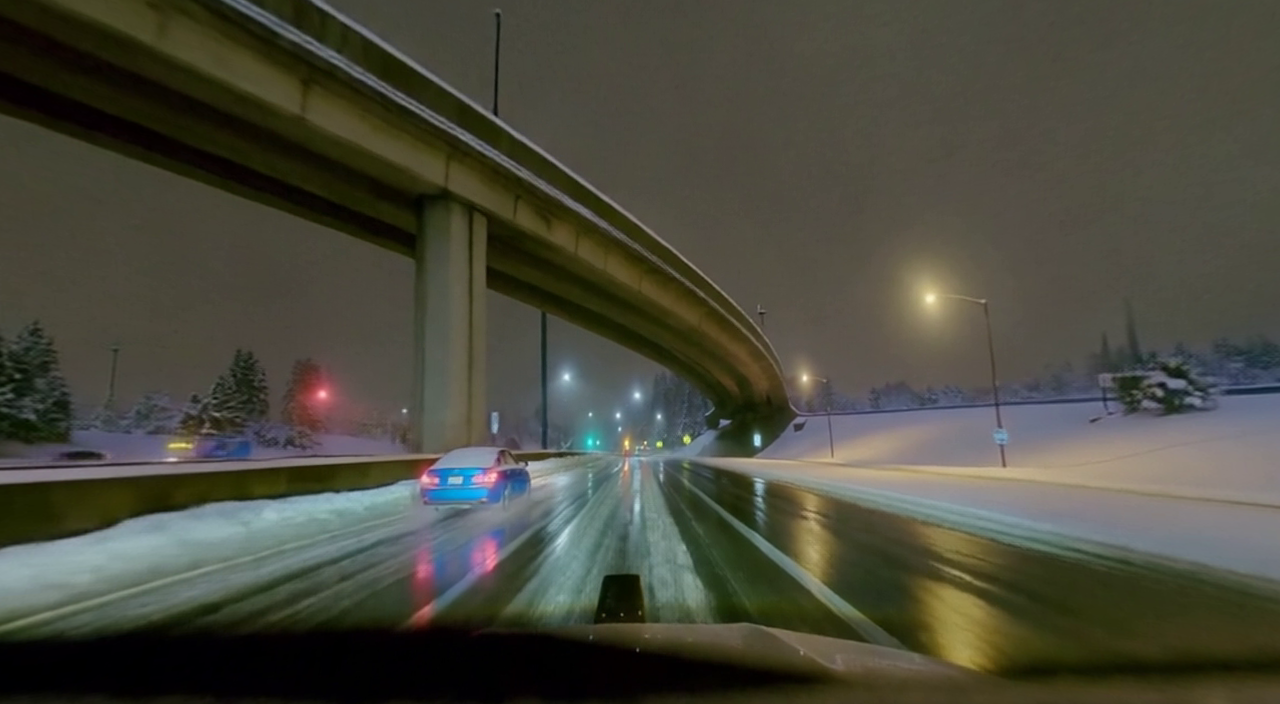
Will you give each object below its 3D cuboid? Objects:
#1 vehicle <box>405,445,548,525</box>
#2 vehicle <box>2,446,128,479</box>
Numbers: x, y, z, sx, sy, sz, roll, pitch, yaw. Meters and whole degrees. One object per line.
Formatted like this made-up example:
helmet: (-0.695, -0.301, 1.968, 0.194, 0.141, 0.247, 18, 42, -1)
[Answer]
vehicle: (-3.404, 2.846, 14.059, 2.044, 1.478, 4.114, 0, -9, 0)
vehicle: (-30.083, 5.758, 33.205, 1.950, 1.584, 4.891, 0, -8, 0)
